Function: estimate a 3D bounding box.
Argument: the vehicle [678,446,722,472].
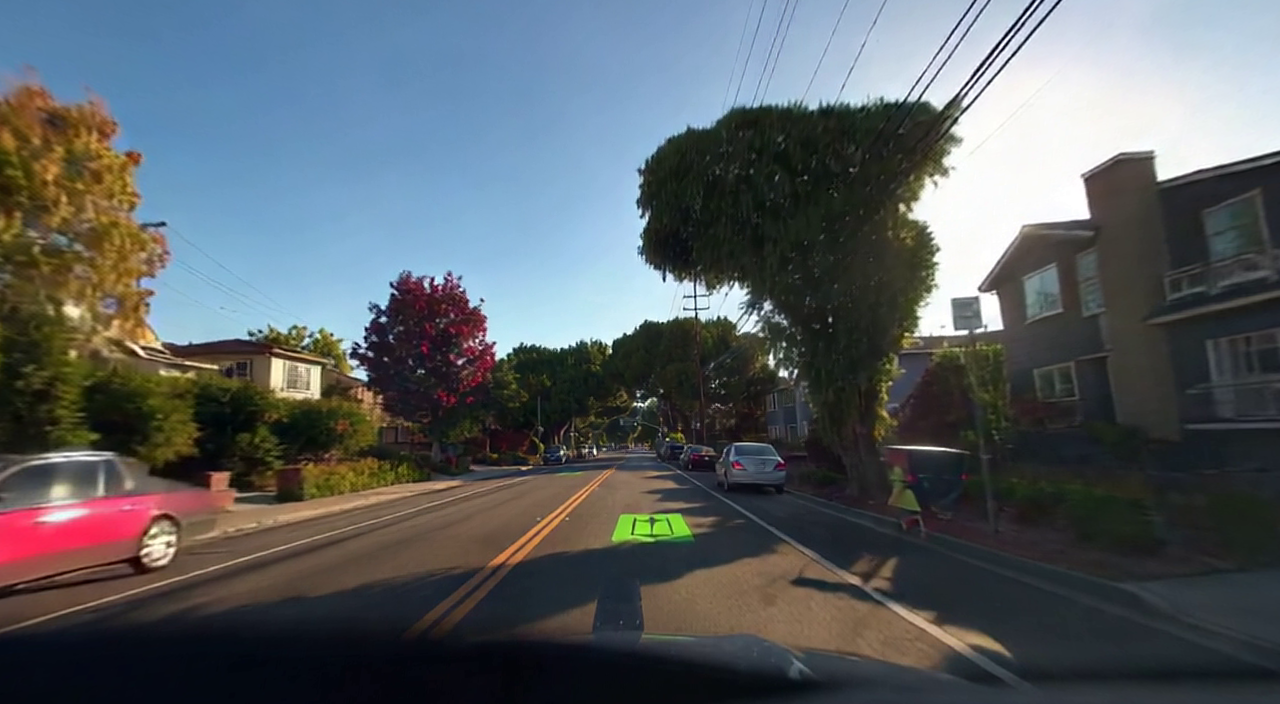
[{"bbox_3d":[3.348,6.054,36.093,1.967,1.382,4.361,0,-8,-1],"label":"vehicle"}]

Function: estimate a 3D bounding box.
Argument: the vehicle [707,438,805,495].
[{"bbox_3d":[3.451,3.514,19.864,2.024,1.554,4.867,0,-8,-2],"label":"vehicle"}]

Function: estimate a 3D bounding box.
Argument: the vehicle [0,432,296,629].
[{"bbox_3d":[-6.628,1.791,7.132,2.195,1.684,5.802,-1,-8,1],"label":"vehicle"}]
